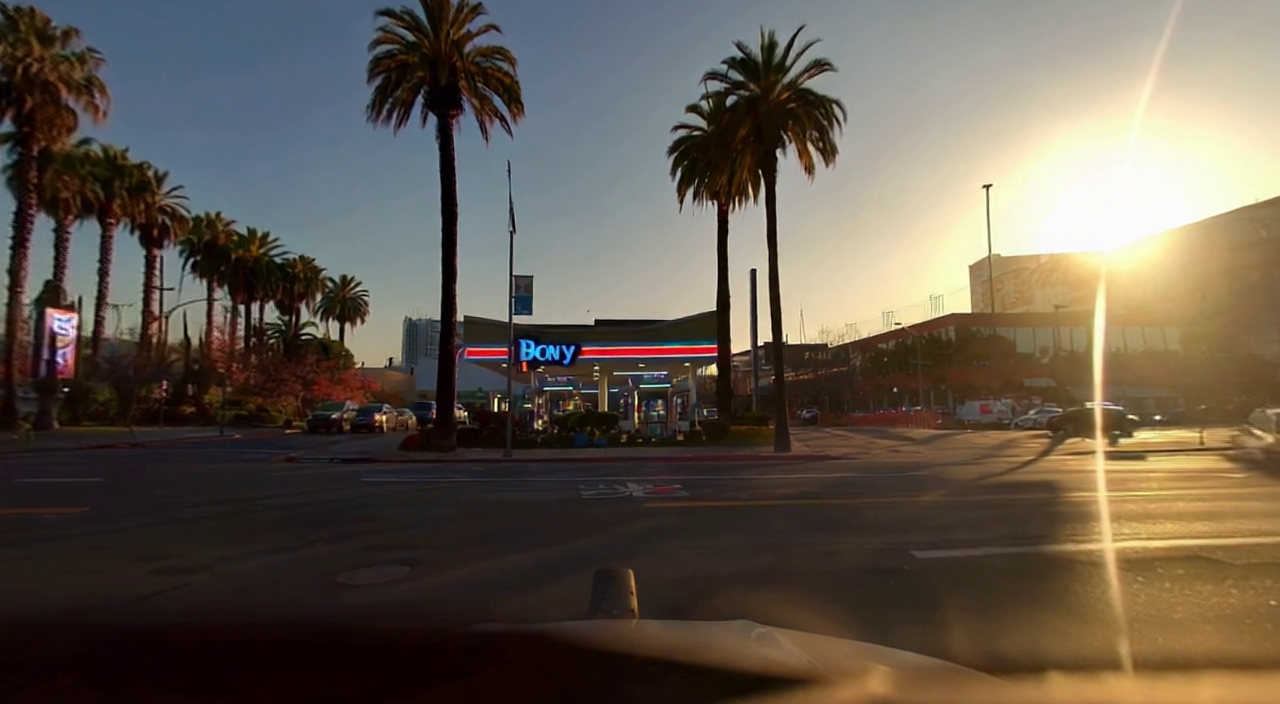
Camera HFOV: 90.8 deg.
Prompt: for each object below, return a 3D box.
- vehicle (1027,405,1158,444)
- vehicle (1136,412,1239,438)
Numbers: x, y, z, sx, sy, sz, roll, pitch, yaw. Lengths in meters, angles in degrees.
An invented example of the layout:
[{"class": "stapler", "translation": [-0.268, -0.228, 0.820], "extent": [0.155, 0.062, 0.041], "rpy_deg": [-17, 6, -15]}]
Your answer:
[{"class": "vehicle", "translation": [21.995, 3.486, 30.810], "extent": [4.880, 1.754, 2.202], "rpy_deg": [0, -5, -6]}, {"class": "vehicle", "translation": [33.869, 4.582, 39.272], "extent": [1.805, 1.466, 4.641], "rpy_deg": [1, -9, -8]}]
